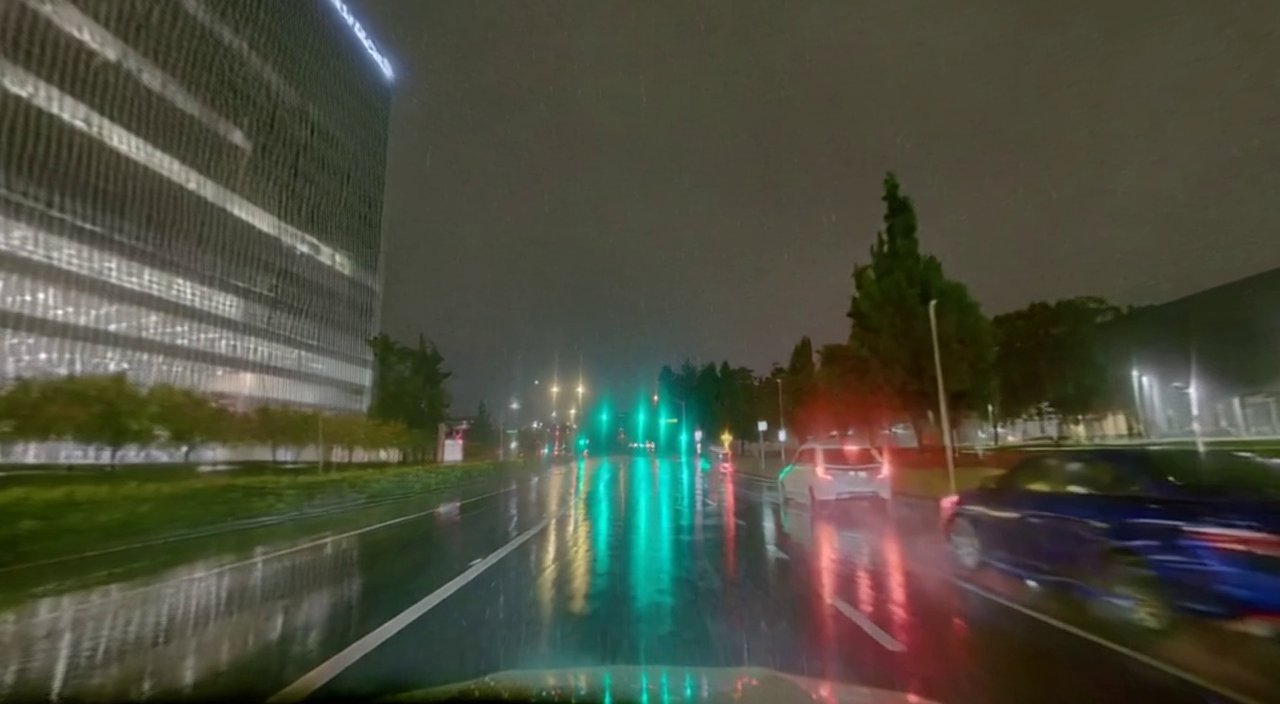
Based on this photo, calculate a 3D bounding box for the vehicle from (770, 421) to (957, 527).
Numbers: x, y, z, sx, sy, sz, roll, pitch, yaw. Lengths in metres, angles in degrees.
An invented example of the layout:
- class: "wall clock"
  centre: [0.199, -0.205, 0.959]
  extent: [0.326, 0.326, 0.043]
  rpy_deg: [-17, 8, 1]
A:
- class: "vehicle"
  centre: [4.442, 2.517, 13.606]
  extent: [2.198, 1.834, 4.963]
  rpy_deg: [0, -8, 0]

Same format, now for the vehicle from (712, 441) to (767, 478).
- class: "vehicle"
  centre: [4.895, 5.332, 31.601]
  extent: [1.987, 1.718, 4.698]
  rpy_deg: [0, -8, 0]

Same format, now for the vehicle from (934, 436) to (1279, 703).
- class: "vehicle"
  centre: [4.407, 1.433, 5.093]
  extent: [1.865, 1.457, 4.689]
  rpy_deg: [0, -8, 1]
